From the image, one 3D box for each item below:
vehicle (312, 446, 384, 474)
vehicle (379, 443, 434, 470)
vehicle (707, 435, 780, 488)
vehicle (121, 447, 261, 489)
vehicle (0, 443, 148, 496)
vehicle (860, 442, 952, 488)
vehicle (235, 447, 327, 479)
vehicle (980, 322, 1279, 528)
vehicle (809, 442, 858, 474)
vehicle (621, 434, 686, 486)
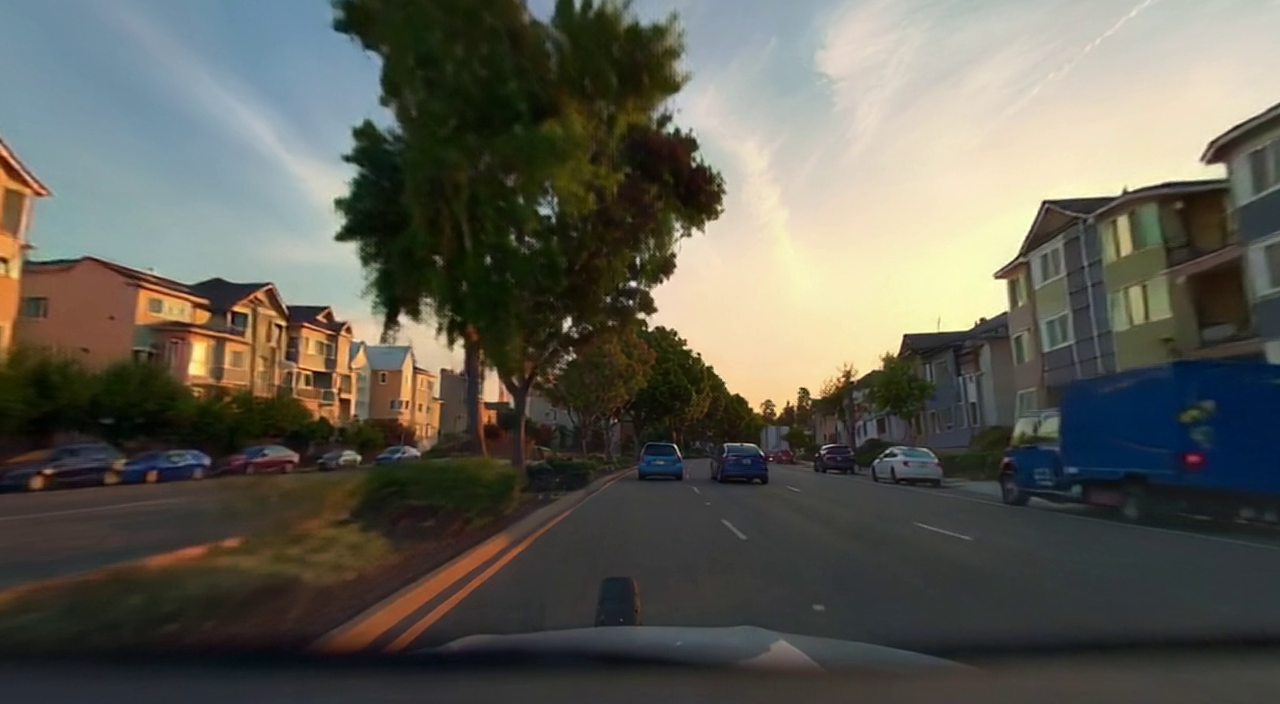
[{"bbox_3d":[-17.666,6.585,38.468,2.023,1.561,4.497,-3,-10,3],"label":"vehicle"},{"bbox_3d":[-16.836,7.546,45.774,2.175,1.819,4.703,0,-8,0],"label":"vehicle"},{"bbox_3d":[3.823,4.140,24.099,2.033,1.823,4.409,0,-9,0],"label":"vehicle"},{"bbox_3d":[-18.414,4.767,26.314,1.951,1.513,5.107,-3,-9,2],"label":"vehicle"},{"bbox_3d":[-18.674,3.778,20.519,1.845,1.512,4.316,-2,-9,1],"label":"vehicle"},{"bbox_3d":[11.221,4.745,27.077,2.080,1.744,4.889,0,-8,4],"label":"vehicle"},{"bbox_3d":[-18.213,5.729,32.339,1.849,1.455,4.606,-2,-11,3],"label":"vehicle"},{"bbox_3d":[10.953,1.686,13.329,3.705,3.221,6.779,-2,-10,1],"label":"vehicle"},{"bbox_3d":[11.986,6.599,39.513,1.938,1.860,4.690,-1,-9,5],"label":"vehicle"},{"bbox_3d":[0.594,4.297,25.417,2.345,1.841,5.032,0,-9,2],"label":"vehicle"}]
